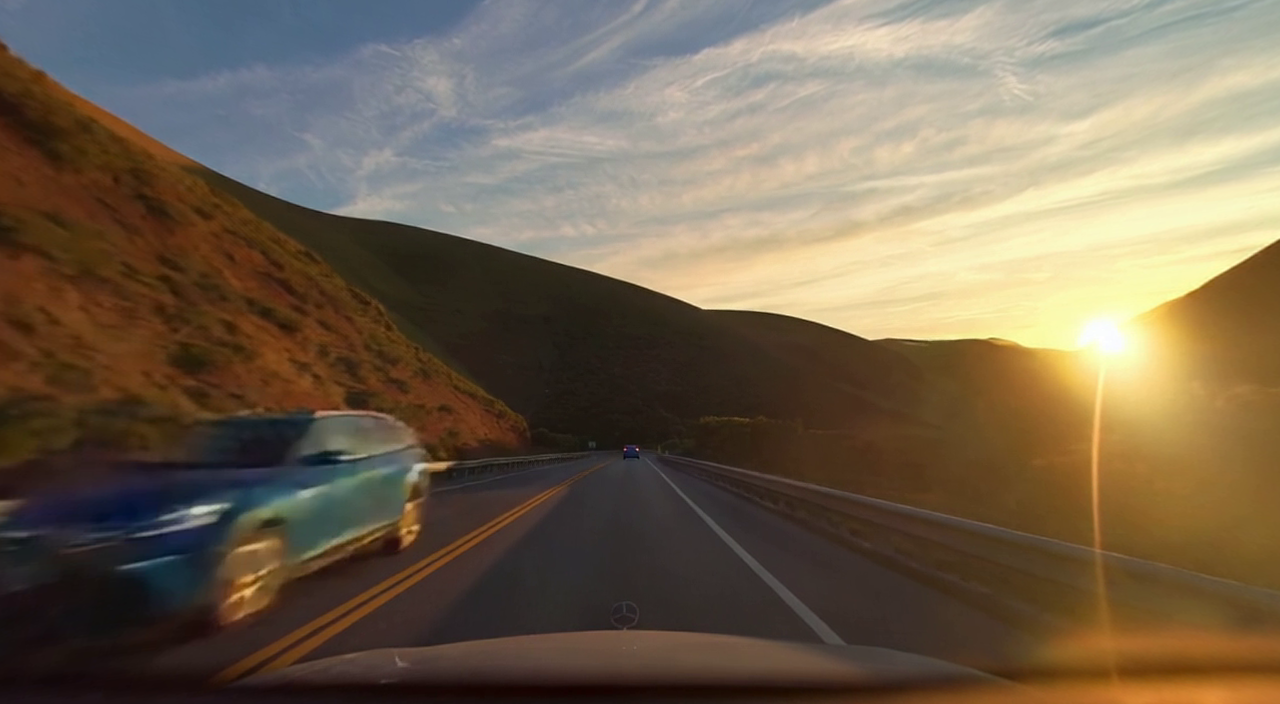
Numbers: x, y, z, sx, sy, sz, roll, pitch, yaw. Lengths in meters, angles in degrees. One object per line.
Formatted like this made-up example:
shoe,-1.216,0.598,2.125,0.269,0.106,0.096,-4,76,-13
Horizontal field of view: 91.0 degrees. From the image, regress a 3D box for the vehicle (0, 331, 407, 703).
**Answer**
vehicle,-4.093,1.182,5.331,2.180,1.826,5.350,0,-9,0
